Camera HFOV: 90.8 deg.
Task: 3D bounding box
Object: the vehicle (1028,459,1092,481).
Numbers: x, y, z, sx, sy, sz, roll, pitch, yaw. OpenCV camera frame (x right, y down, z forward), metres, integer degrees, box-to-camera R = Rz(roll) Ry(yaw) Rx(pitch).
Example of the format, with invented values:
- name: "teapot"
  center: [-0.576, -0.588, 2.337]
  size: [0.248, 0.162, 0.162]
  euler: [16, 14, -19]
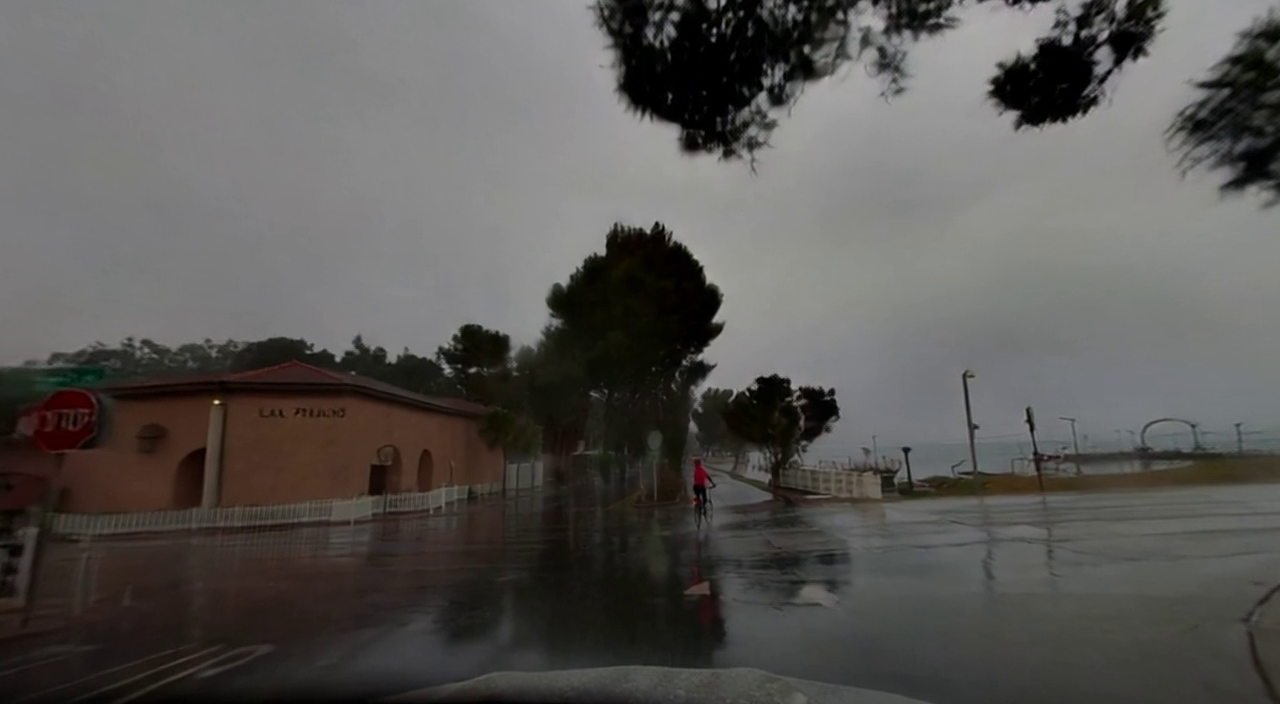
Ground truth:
- name: "vehicle"
  center: [32.364, 9.093, 48.710]
  size: [3.794, 1.403, 1.636]
  euler: [-2, -10, -5]
